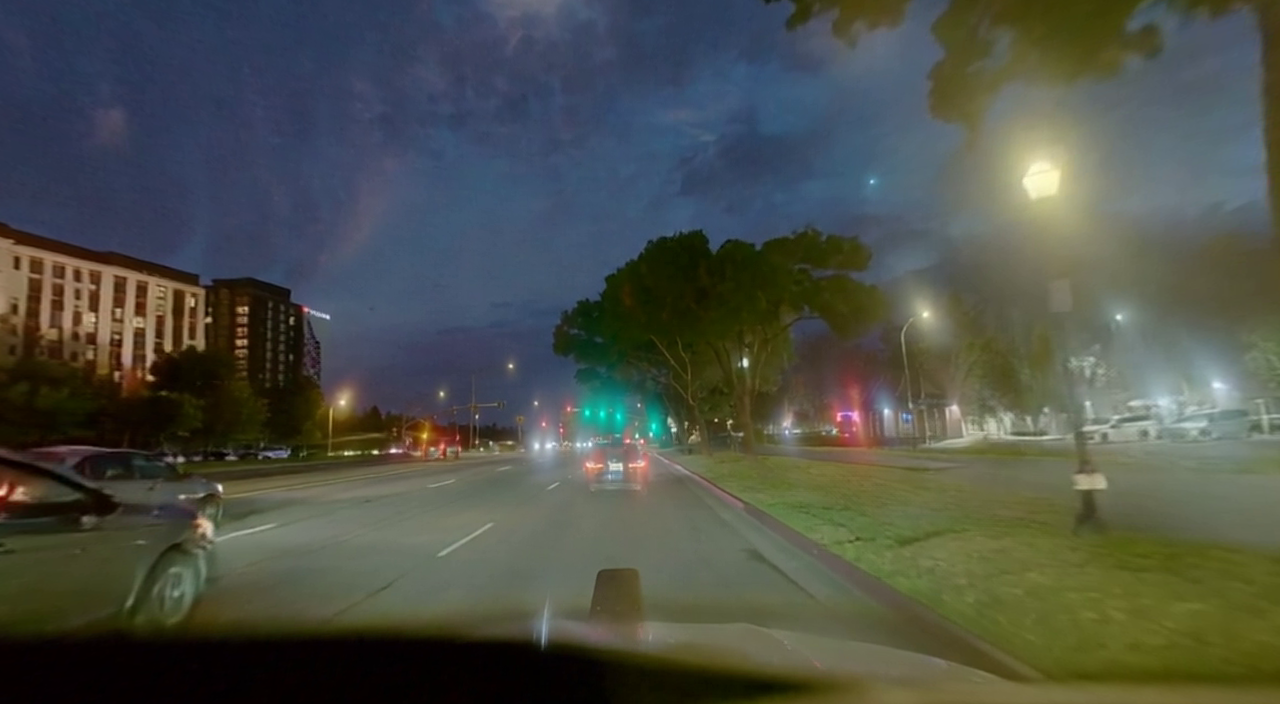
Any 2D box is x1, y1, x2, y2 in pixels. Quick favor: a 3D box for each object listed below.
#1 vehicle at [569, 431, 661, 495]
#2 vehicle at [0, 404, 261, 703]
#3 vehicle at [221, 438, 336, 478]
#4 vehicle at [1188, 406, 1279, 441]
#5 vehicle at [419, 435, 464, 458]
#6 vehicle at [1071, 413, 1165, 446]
[{"bbox_3d":[-0.623,2.882,16.764,2.099,1.469,4.389,0,-8,-1],"label":"vehicle"},{"bbox_3d":[-4.142,0.977,2.805,2.032,1.515,4.641,0,-8,0],"label":"vehicle"},{"bbox_3d":[-14.562,4.287,25.807,2.024,1.484,4.592,0,-8,-1],"label":"vehicle"},{"bbox_3d":[26.566,3.139,27.722,3.512,1.415,1.722,0,-9,-5],"label":"vehicle"},{"bbox_3d":[-15.248,7.312,48.819,2.064,1.686,4.380,0,-8,0],"label":"vehicle"},{"bbox_3d":[24.810,4.040,32.837,3.437,1.408,1.759,-3,-9,-5],"label":"vehicle"}]
